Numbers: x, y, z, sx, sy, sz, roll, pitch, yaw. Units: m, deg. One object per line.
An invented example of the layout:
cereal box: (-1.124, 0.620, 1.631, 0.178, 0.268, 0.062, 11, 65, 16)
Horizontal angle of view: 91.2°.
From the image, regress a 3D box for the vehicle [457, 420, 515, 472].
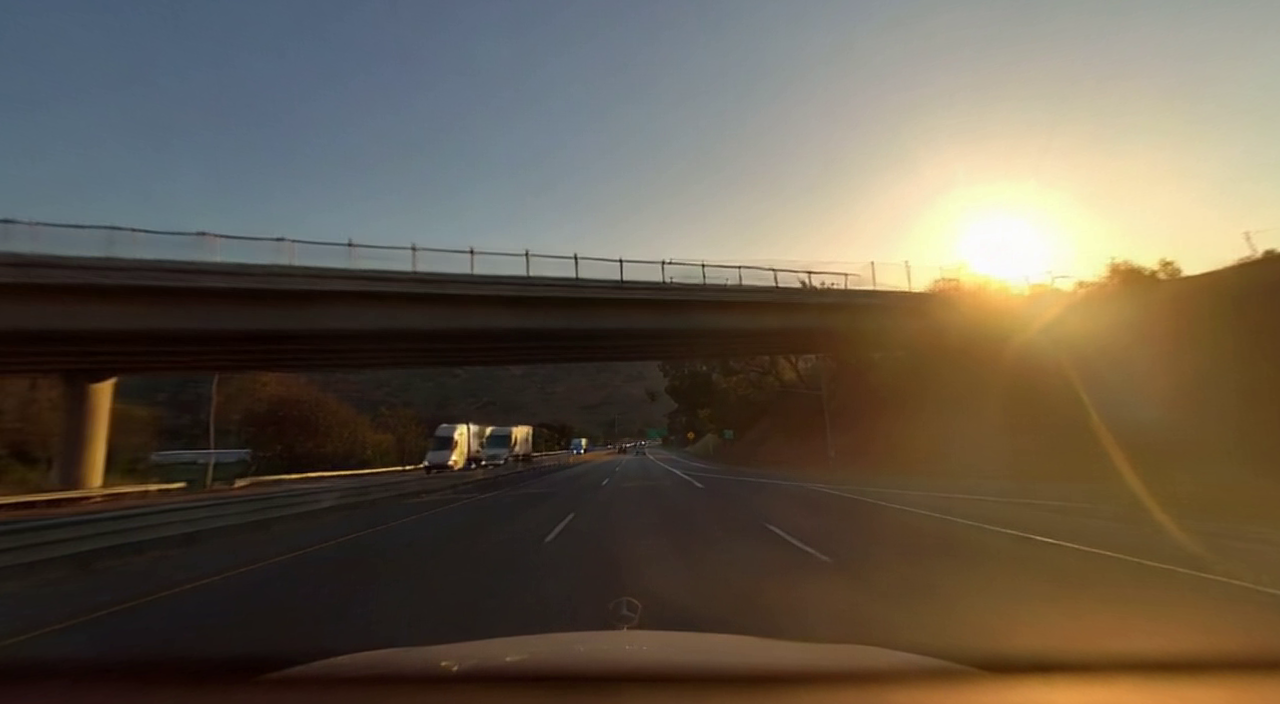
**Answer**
vehicle: (-11.961, 7.410, 49.231, 2.993, 3.759, 5.901, 0, -9, 0)
